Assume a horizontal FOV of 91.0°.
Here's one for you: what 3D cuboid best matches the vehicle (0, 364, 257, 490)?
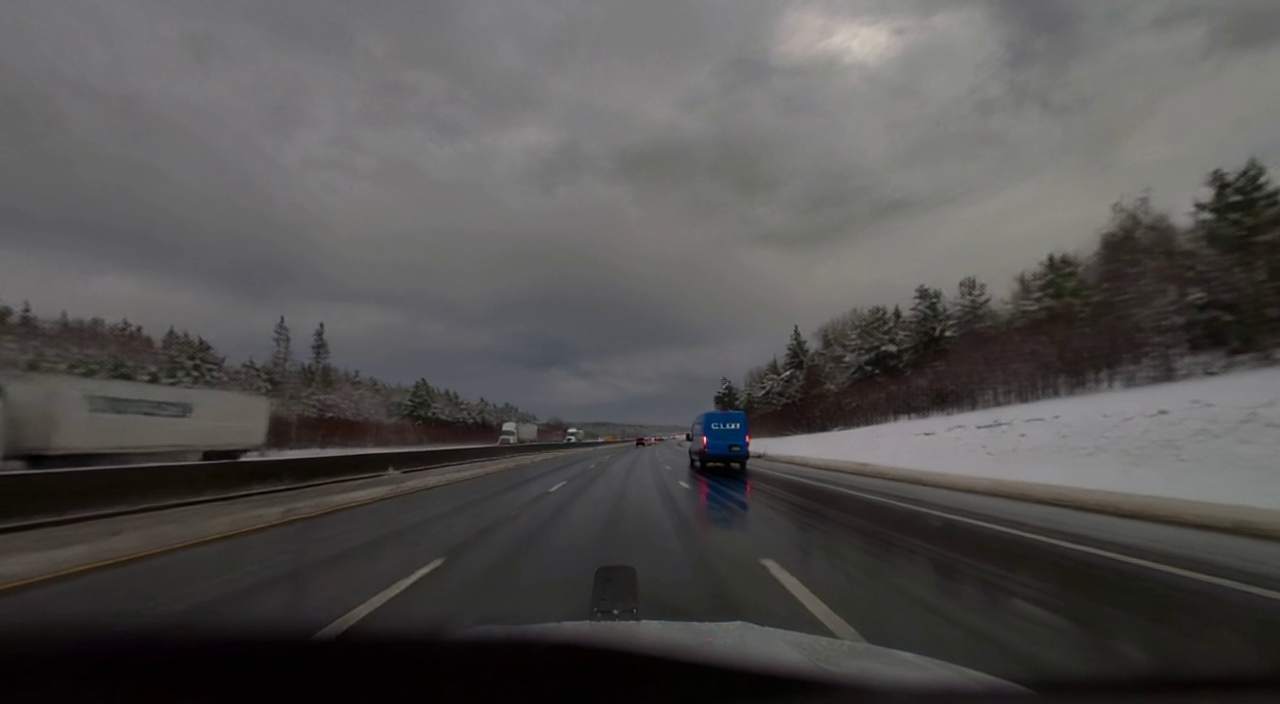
[{"bbox_3d":[-22.396,3.406,27.116,2.874,4.074,14.233,-1,-8,0],"label":"vehicle"}]

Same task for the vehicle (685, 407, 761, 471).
[{"bbox_3d":[3.589,3.943,28.436,2.485,2.562,5.535,0,-8,-2],"label":"vehicle"}]
